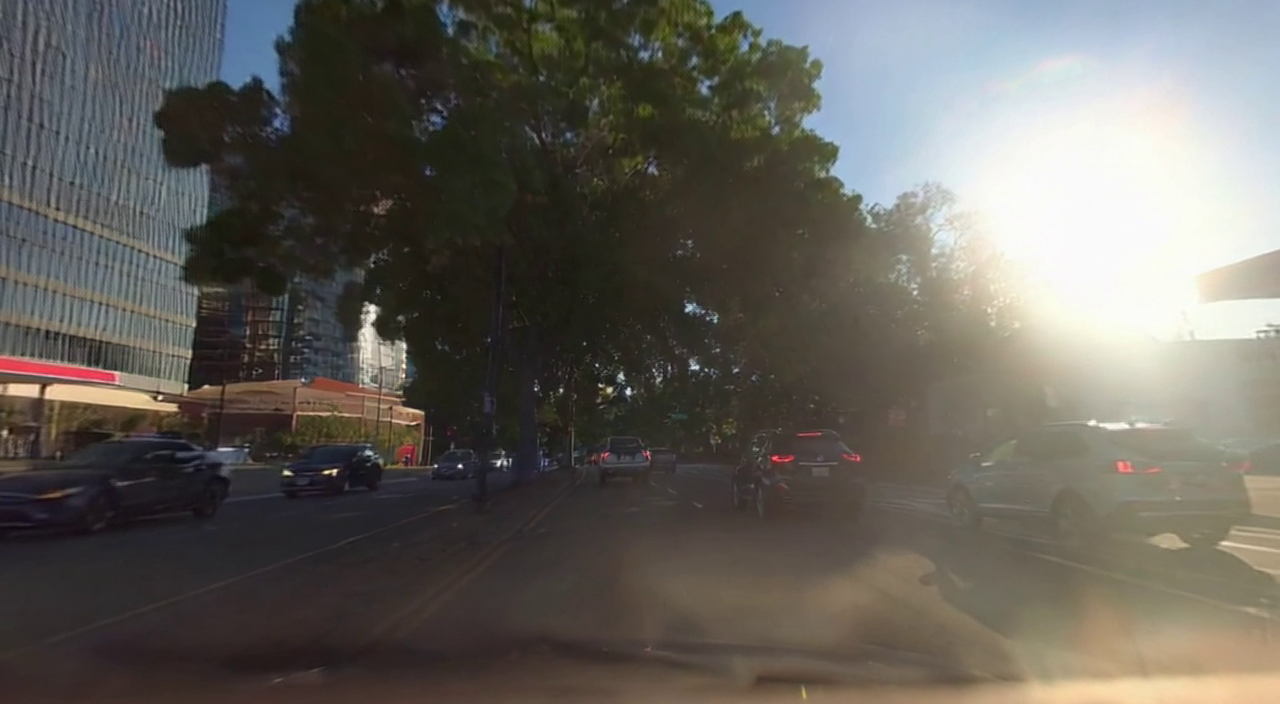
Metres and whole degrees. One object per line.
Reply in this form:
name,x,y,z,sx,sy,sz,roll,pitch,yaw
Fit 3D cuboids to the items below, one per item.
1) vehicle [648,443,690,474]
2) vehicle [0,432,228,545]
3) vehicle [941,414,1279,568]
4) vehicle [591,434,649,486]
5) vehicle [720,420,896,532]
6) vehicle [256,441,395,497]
vehicle,1.539,5.856,34.838,1.800,1.592,3.658,1,-9,-5
vehicle,-8.669,2.057,10.080,1.665,1.442,3.720,0,-9,-1
vehicle,6.583,1.848,9.148,2.047,1.653,4.423,0,-9,-2
vehicle,-0.818,4.096,24.153,2.051,1.798,4.168,0,-9,-3
vehicle,2.945,2.283,12.156,2.000,1.745,4.206,0,-9,-3
vehicle,-9.138,3.416,18.789,1.872,1.439,4.507,0,-9,-1
